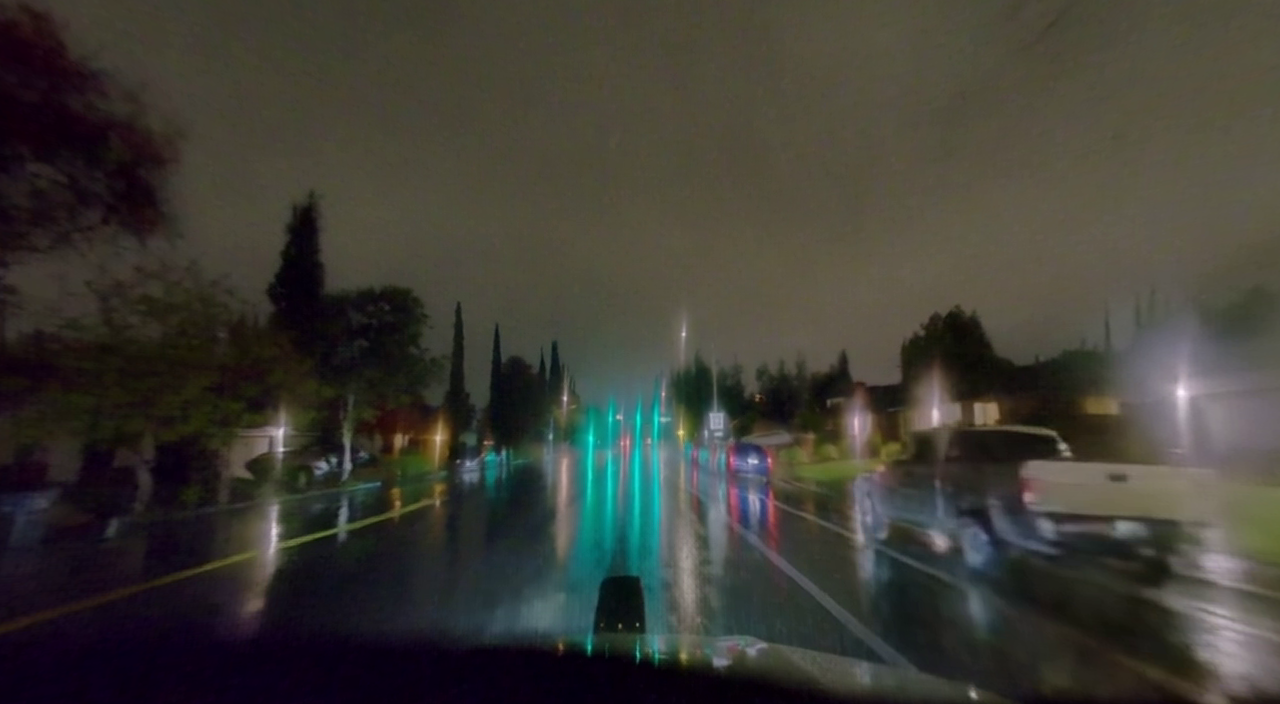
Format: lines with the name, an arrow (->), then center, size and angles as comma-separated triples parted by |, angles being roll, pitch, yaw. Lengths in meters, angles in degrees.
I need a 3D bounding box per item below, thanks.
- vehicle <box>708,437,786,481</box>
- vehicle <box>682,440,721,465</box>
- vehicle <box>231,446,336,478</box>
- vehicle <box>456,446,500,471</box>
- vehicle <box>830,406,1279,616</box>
vehicle -> 4.077, 4.171, 24.899 | 1.997, 1.510, 4.555 | -1, -8, -4
vehicle -> 3.947, 6.539, 41.218 | 2.002, 1.493, 4.652 | -1, -8, -1
vehicle -> -19.227, 5.936, 34.227 | 4.446, 1.534, 2.018 | -1, -8, 1
vehicle -> -10.971, 7.204, 43.090 | 1.895, 1.551, 4.229 | -1, -8, 0
vehicle -> 4.020, 1.586, 7.356 | 1.999, 1.615, 4.513 | -1, -8, -3
